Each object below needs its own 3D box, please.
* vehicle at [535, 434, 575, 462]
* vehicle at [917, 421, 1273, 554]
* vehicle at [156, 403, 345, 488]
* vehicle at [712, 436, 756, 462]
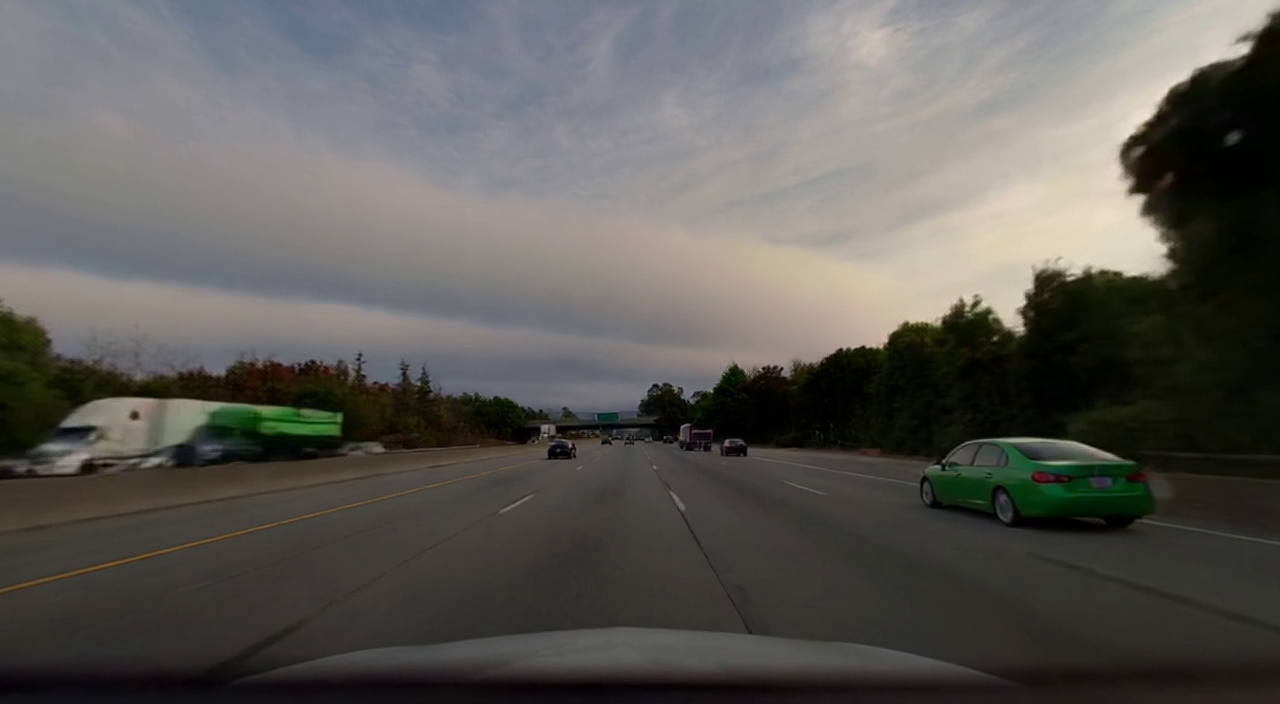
[{"bbox_3d":[-5.112,5.797,38.306,1.966,1.570,3.859,0,-8,-1],"label":"vehicle"},{"bbox_3d":[6.129,1.823,9.334,2.028,1.488,4.236,0,-8,-1],"label":"vehicle"},{"bbox_3d":[-13.688,3.361,23.023,2.436,2.595,7.097,0,-8,-1],"label":"vehicle"},{"bbox_3d":[5.512,5.719,37.424,1.920,1.436,3.890,0,-8,-2],"label":"vehicle"}]
